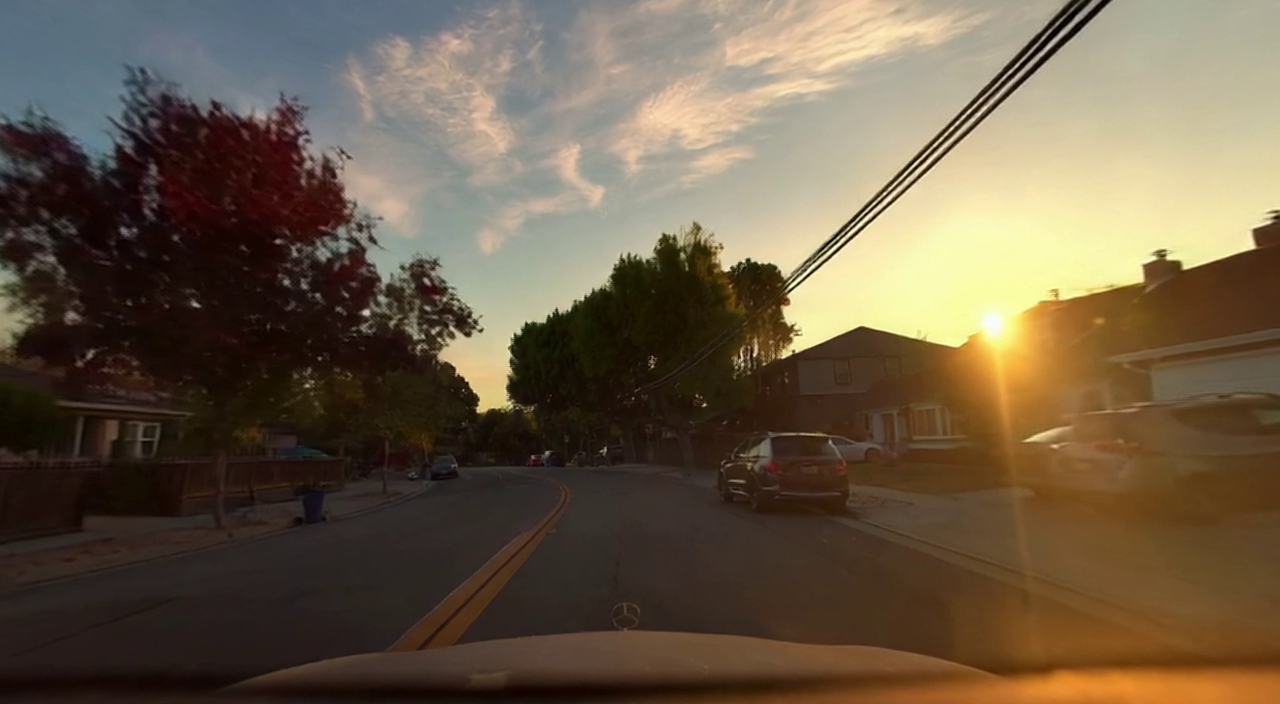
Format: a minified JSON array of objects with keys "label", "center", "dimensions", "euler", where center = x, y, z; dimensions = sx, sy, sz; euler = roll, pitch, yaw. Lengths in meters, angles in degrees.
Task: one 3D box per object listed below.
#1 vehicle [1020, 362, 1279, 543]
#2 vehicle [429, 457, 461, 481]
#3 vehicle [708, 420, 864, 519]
[{"label":"vehicle","center":[8.942,1.326,9.498],"dimensions":[4.801,2.139,2.164],"euler":[-6,-8,-1]},{"label":"vehicle","center":[-13.440,7.966,43.347],"dimensions":[1.902,1.434,4.313],"euler":[3,-9,-19]},{"label":"vehicle","center":[3.226,2.722,15.203],"dimensions":[2.214,1.962,4.733],"euler":[1,-9,-5]}]
